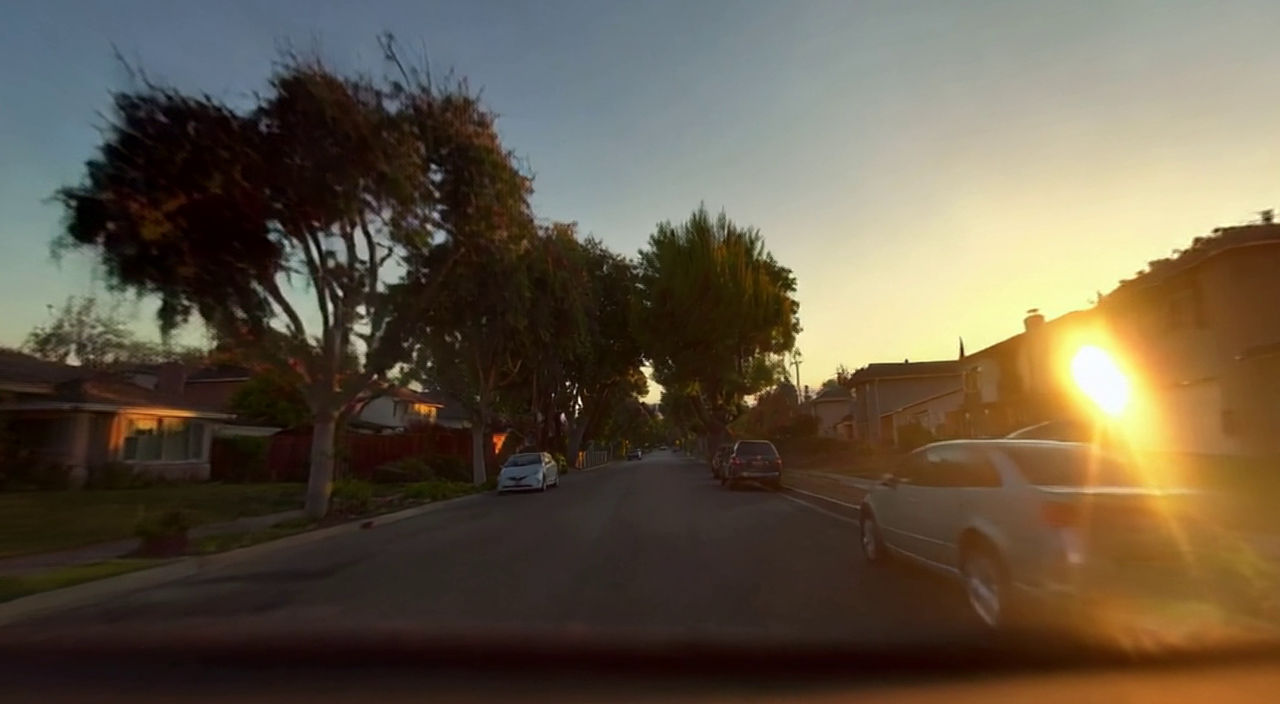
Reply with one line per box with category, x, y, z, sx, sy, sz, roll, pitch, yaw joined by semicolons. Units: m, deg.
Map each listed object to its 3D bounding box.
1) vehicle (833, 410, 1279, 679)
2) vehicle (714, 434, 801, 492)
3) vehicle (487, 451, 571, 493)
vehicle;3.613;1.558;6.401;2.079;1.651;4.783;-1;-9;4
vehicle;4.264;4.154;23.976;2.350;1.912;5.696;0;-9;1
vehicle;-4.166;4.626;24.512;2.234;1.377;4.413;-3;-10;3
